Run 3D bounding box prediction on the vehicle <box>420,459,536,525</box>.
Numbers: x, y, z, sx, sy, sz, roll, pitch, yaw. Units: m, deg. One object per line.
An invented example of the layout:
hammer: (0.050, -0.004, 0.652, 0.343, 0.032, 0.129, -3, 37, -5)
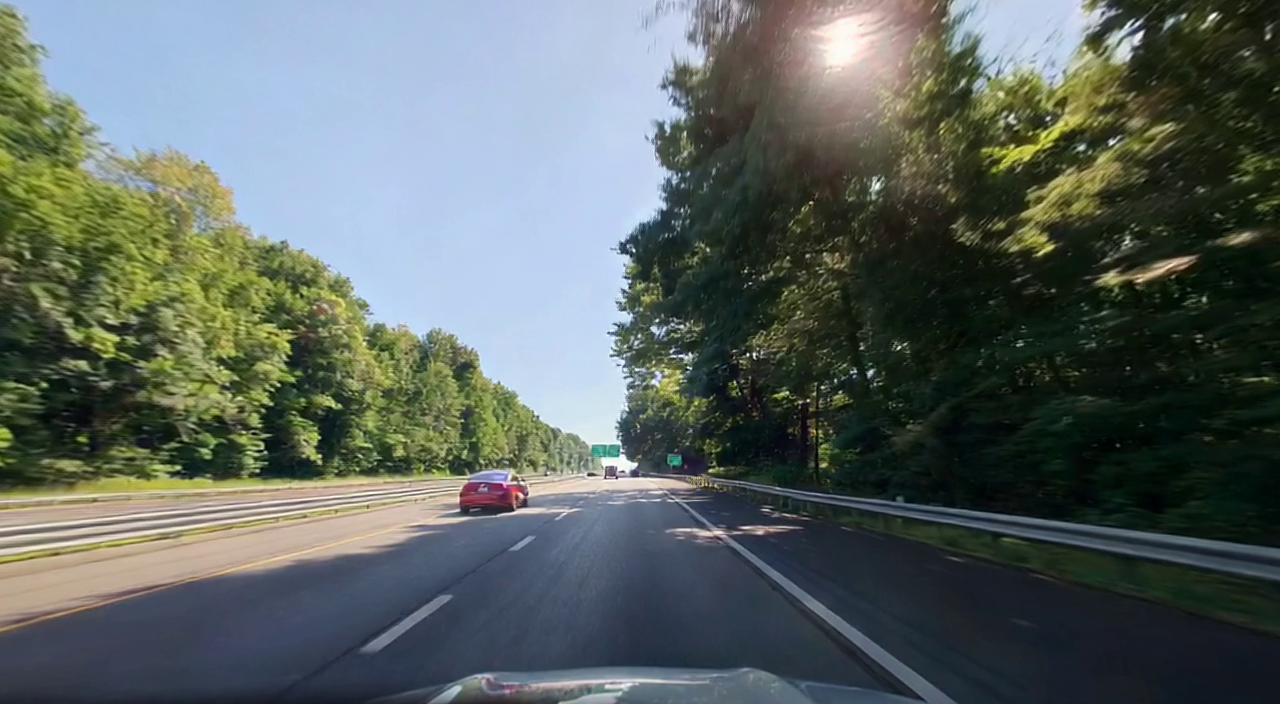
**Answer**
vehicle: (-4.135, 3.662, 16.819, 1.954, 1.509, 4.094, 0, -10, 1)
